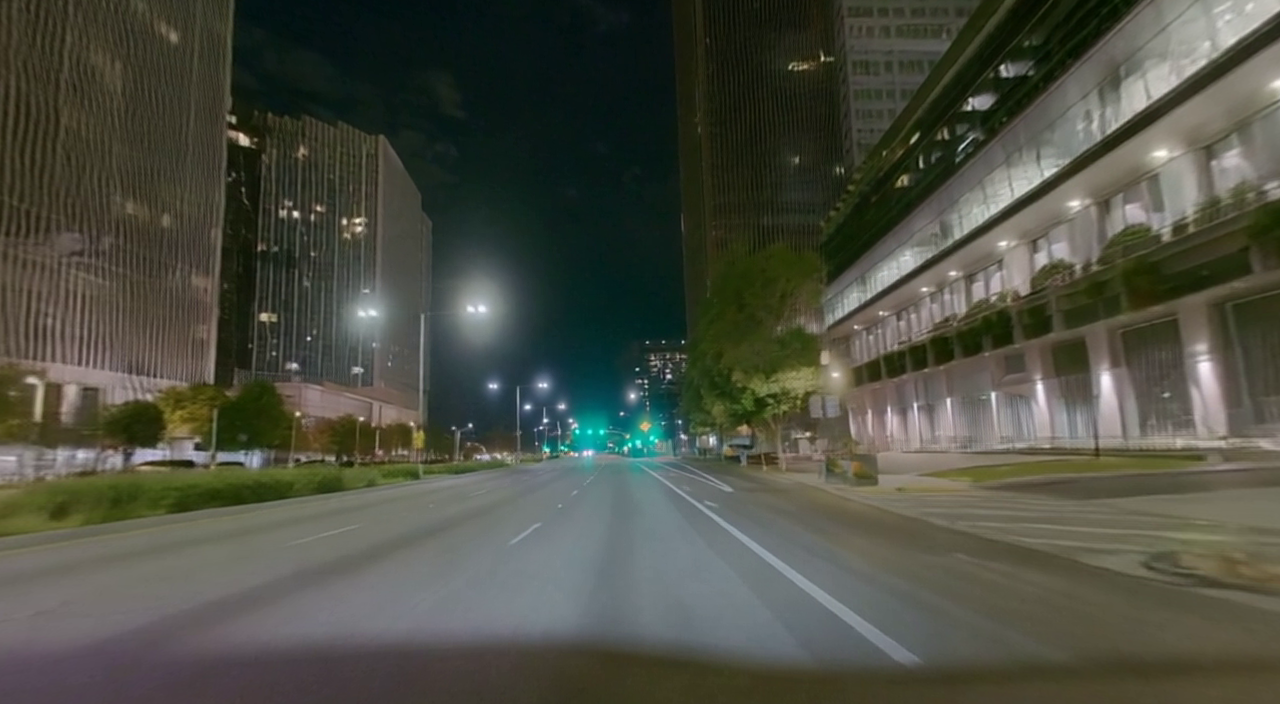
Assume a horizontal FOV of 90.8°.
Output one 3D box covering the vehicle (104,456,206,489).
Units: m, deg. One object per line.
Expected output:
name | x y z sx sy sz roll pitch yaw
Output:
vehicle | -33.672 8.321 44.160 2.483 2.000 6.110 0 -8 -2

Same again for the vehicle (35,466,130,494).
vehicle | -33.537 7.691 38.211 1.868 1.467 4.423 0 -8 -3
